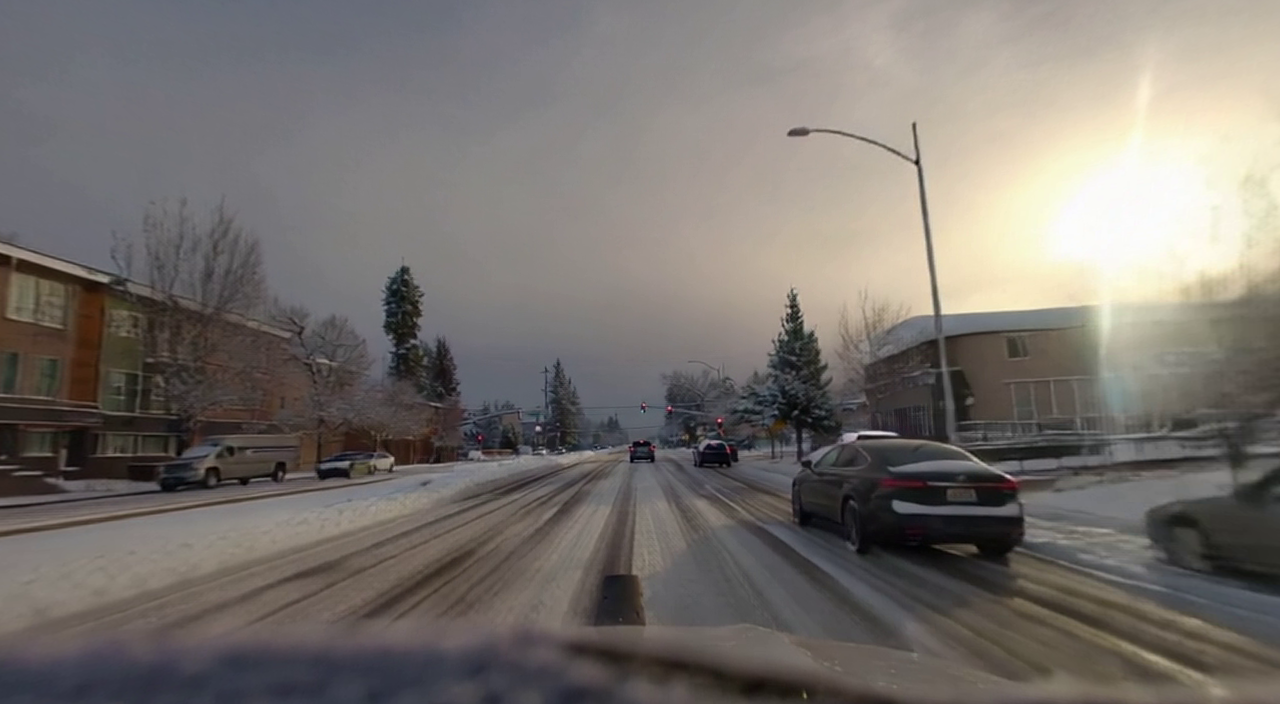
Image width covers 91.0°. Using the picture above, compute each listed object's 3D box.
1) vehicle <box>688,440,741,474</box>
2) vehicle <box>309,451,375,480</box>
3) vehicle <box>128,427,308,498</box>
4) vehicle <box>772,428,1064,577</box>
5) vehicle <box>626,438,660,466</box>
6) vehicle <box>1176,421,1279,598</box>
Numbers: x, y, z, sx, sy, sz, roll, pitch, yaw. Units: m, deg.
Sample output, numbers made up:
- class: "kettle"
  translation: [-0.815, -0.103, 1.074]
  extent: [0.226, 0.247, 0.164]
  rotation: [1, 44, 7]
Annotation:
- class: "vehicle"
  translation: [3.696, 5.329, 32.149]
  extent: [2.178, 1.546, 4.311]
  rotation: [0, -9, 0]
- class: "vehicle"
  translation: [-18.716, 7.143, 39.793]
  extent: [1.962, 1.691, 4.328]
  rotation: [0, -9, 1]
- class: "vehicle"
  translation: [-22.147, 5.863, 34.084]
  extent: [2.961, 3.271, 9.547]
  rotation: [0, -9, 1]
- class: "vehicle"
  translation: [3.336, 1.892, 8.785]
  extent: [1.977, 1.498, 4.521]
  rotation: [0, -9, 0]
- class: "vehicle"
  translation: [0.209, 6.928, 43.685]
  extent: [2.239, 1.856, 4.815]
  rotation: [0, -9, 0]
- class: "vehicle"
  translation: [6.842, 1.232, 4.441]
  extent: [2.061, 1.593, 4.602]
  rotation: [0, -9, 0]
